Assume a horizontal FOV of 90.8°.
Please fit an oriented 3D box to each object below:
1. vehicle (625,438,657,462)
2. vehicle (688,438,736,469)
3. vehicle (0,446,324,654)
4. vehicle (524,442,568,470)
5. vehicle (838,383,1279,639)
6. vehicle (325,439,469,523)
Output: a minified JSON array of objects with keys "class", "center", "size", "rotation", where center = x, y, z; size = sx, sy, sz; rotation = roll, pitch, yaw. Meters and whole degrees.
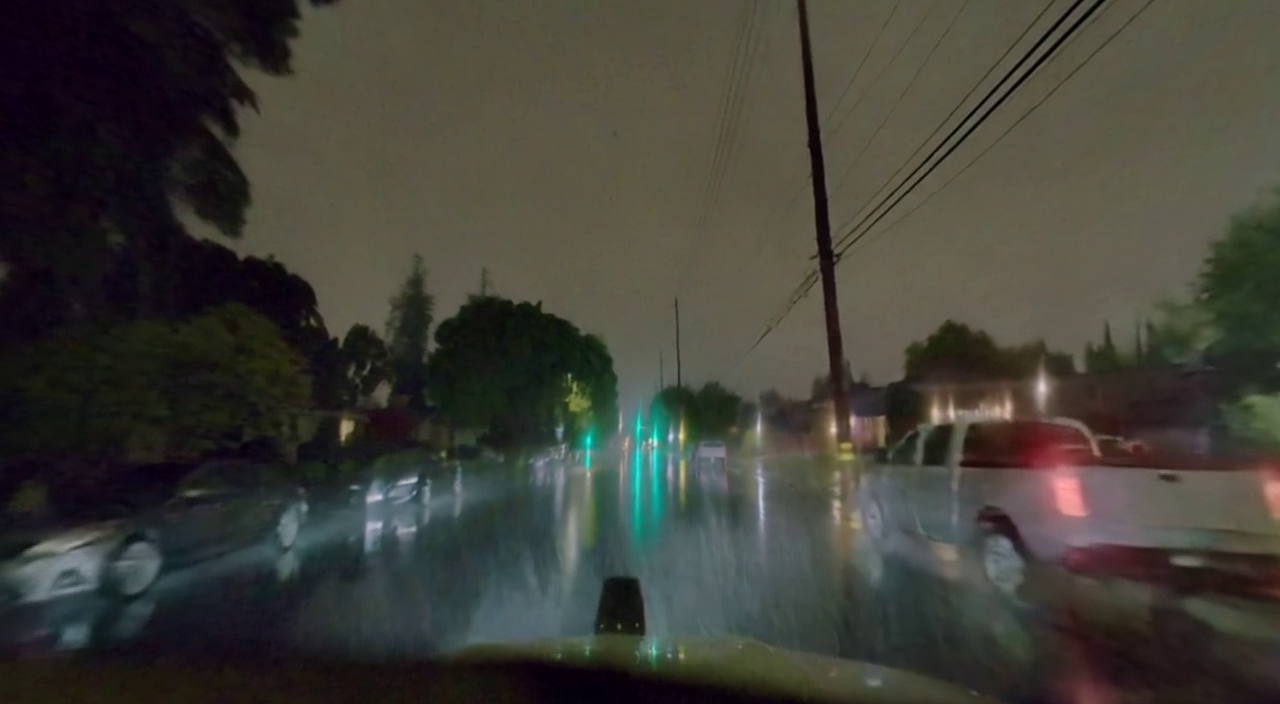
[{"class":"vehicle","center":[0.038,6.663,42.982],"size":[2.062,1.509,4.305],"rotation":[0,-8,-1]},{"class":"vehicle","center":[3.992,5.708,35.841],"size":[2.144,1.572,5.026],"rotation":[0,-8,0]},{"class":"vehicle","center":[-5.971,1.987,7.518],"size":[1.930,1.456,4.965],"rotation":[-3,-7,0]},{"class":"vehicle","center":[-6.049,6.755,41.313],"size":[2.094,1.433,5.740],"rotation":[-4,-7,-2]},{"class":"vehicle","center":[3.821,1.387,6.523],"size":[2.108,1.719,4.339],"rotation":[0,-8,0]},{"class":"vehicle","center":[-6.009,3.160,16.328],"size":[1.769,1.572,4.990],"rotation":[-4,-6,0]}]
